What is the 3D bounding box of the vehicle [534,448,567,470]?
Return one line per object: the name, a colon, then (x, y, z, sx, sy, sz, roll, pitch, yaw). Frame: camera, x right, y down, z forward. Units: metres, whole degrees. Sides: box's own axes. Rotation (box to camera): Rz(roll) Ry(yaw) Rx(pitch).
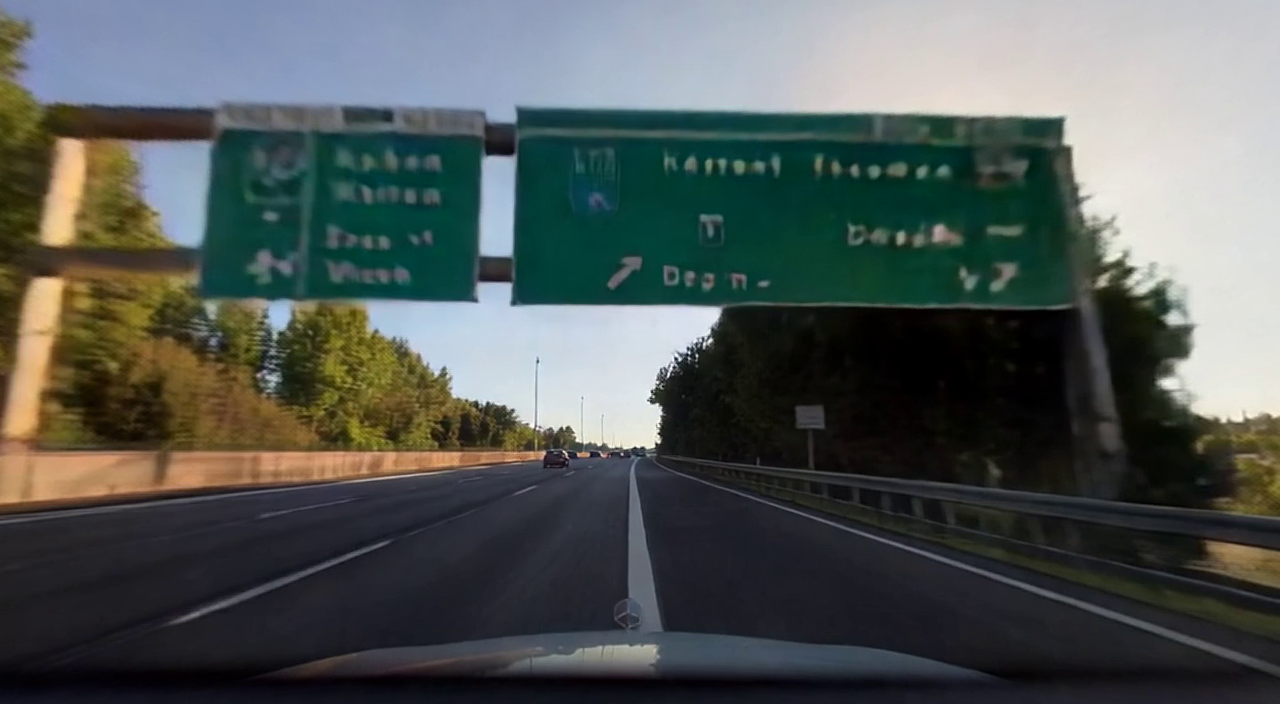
vehicle: (-6.875, 8.264, 48.649, 1.875, 1.587, 4.687, 0, -9, 0)
